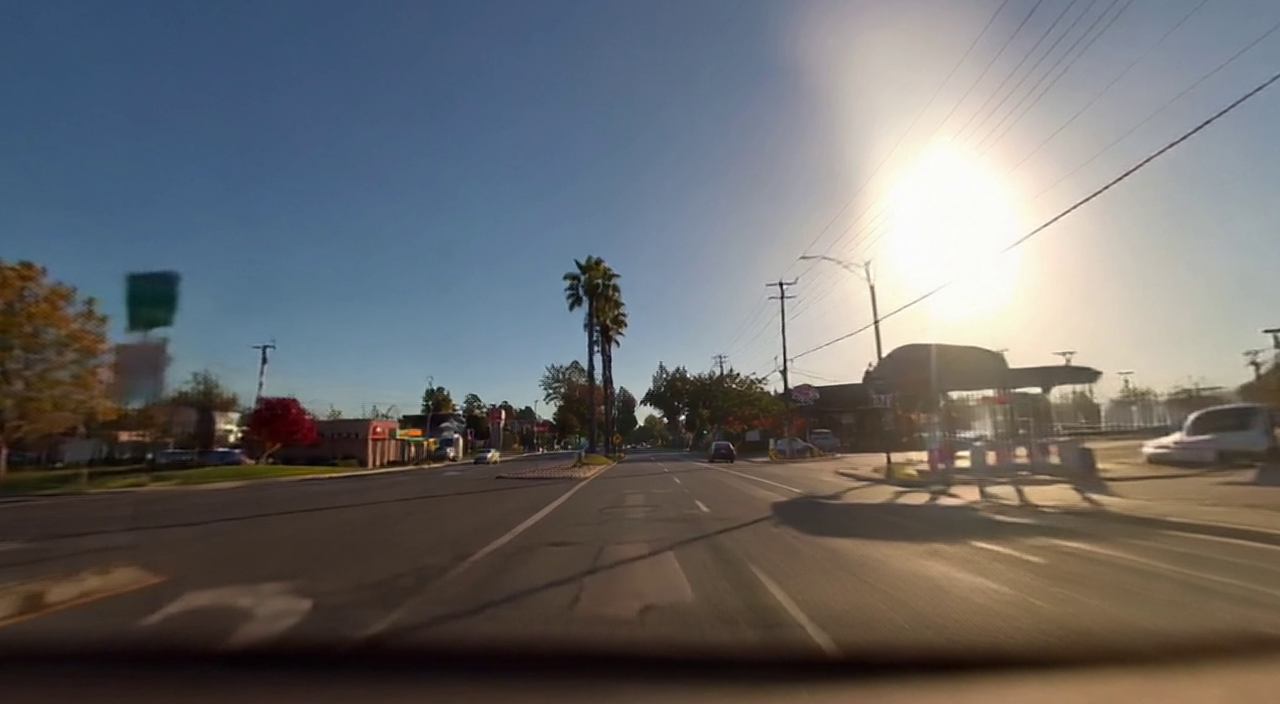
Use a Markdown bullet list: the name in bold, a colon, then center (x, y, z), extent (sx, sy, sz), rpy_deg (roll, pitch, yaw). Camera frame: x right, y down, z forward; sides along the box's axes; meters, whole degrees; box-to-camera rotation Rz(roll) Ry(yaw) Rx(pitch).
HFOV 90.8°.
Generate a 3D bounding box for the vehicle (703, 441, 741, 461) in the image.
- **vehicle**: center (6.407, 7.825, 49.943), extent (2.261, 1.479, 4.403), rpy_deg (0, -9, -2)
